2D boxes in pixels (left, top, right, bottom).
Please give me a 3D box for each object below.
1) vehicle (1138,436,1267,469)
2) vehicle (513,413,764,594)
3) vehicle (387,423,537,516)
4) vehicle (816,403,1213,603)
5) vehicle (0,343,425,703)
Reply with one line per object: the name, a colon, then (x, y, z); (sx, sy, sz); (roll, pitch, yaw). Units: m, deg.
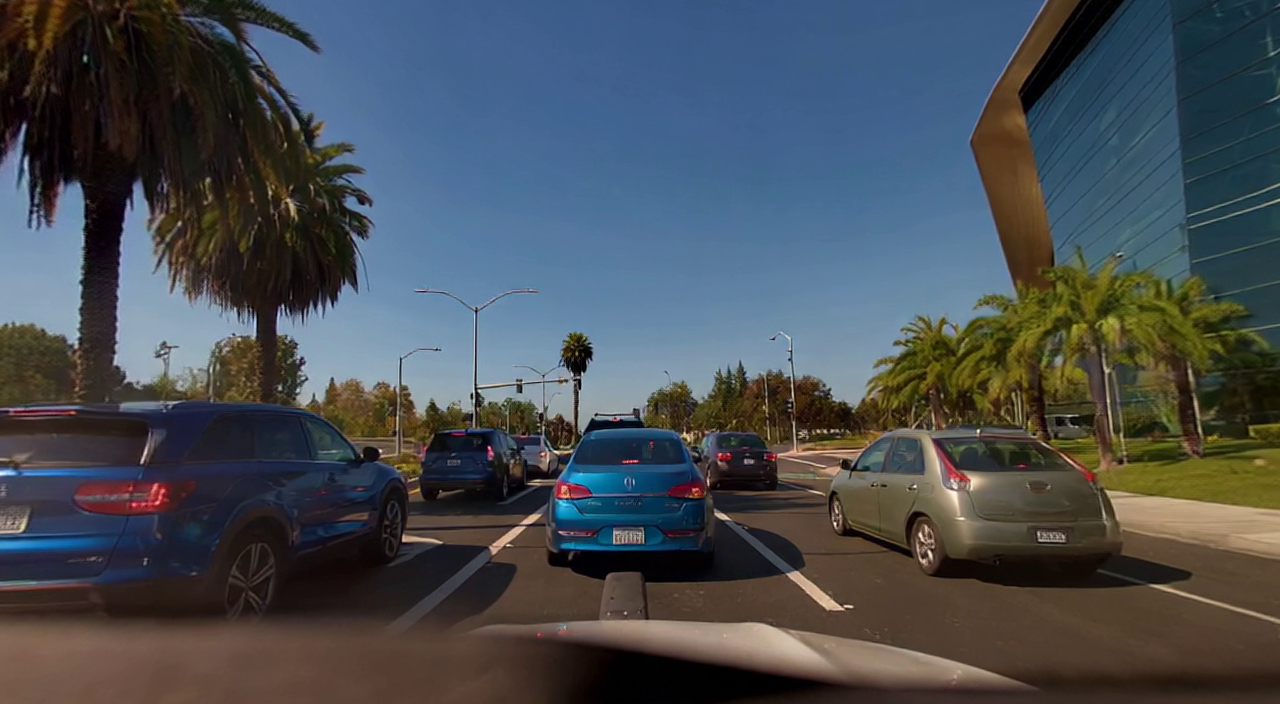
vehicle: (25.459, 4.550, 28.644); (4.014, 1.417, 1.777); (-1, -8, 5)
vehicle: (-0.053, 1.664, 7.812); (2.219, 1.586, 4.321); (0, -8, -1)
vehicle: (-3.463, 2.359, 13.073); (1.917, 1.631, 3.768); (0, -8, 1)
vehicle: (3.842, 1.621, 7.679); (2.064, 1.696, 4.431); (0, -8, 0)
vehicle: (-3.532, 1.153, 5.178); (2.014, 1.775, 4.404); (0, -8, -1)
